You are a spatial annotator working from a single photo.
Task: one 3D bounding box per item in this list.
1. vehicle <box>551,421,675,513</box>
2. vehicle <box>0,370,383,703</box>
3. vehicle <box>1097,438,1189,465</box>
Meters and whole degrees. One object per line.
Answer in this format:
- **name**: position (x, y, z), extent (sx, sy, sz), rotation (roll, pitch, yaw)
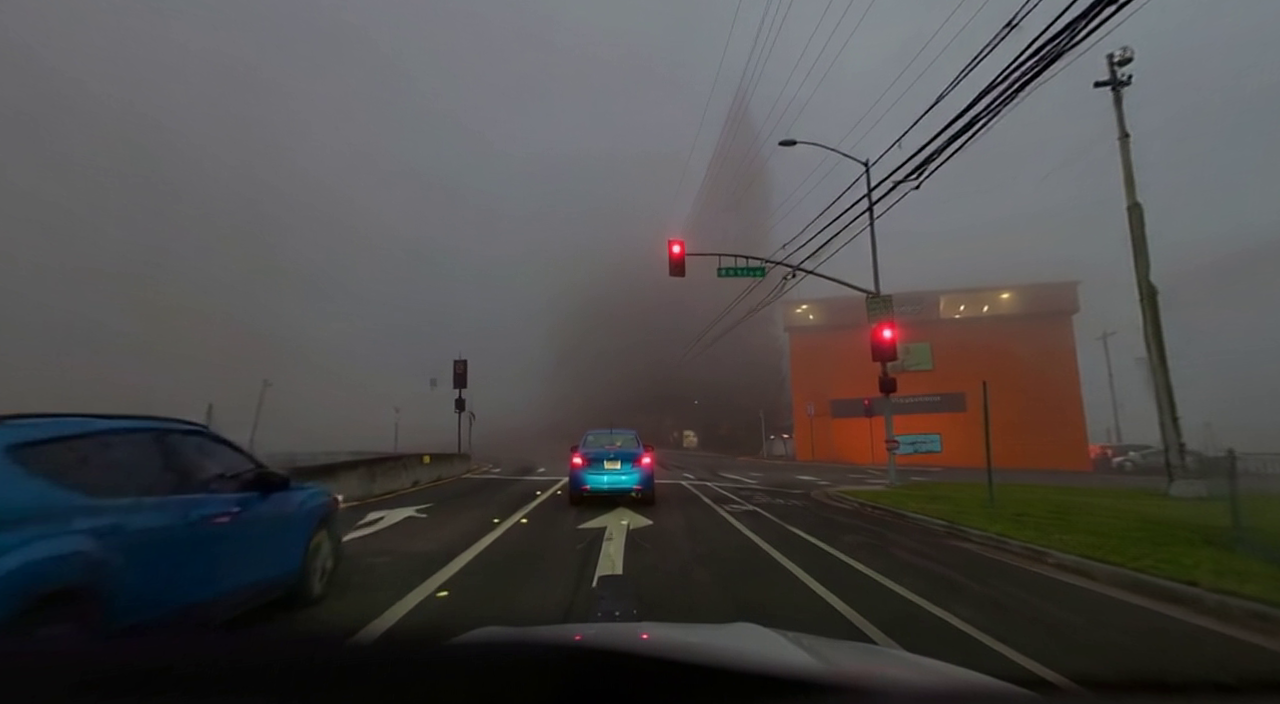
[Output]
- **vehicle**: position (-0.489, 2.237, 12.743), extent (2.123, 1.566, 3.662), rotation (0, -8, -1)
- **vehicle**: position (-3.415, 1.035, 3.606), extent (2.097, 1.573, 4.284), rotation (0, -8, -1)
- **vehicle**: position (27.886, 5.492, 35.037), extent (1.635, 1.433, 3.558), rotation (4, -9, -30)
